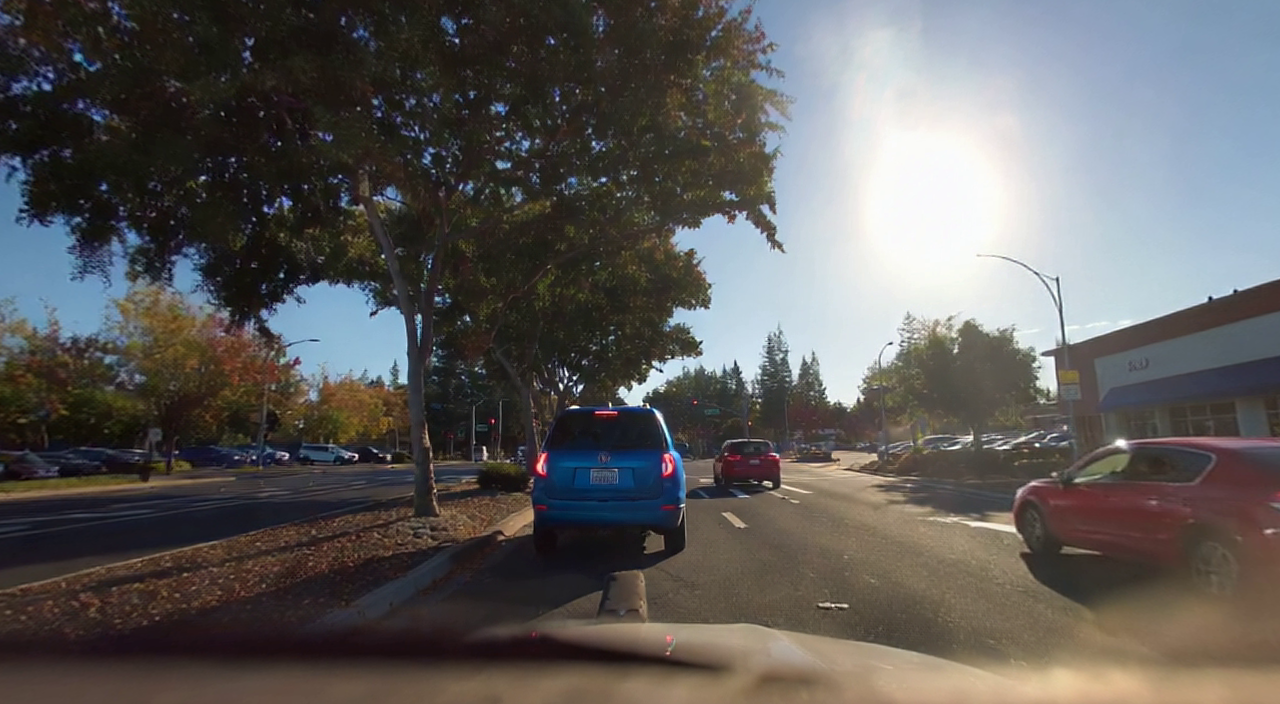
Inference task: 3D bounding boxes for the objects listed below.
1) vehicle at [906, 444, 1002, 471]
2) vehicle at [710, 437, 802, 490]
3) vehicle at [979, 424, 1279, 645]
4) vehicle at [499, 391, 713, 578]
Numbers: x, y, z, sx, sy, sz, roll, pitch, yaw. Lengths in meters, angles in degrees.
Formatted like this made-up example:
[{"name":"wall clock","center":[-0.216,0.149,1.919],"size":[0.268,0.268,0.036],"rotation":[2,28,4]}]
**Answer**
[{"name":"vehicle","center":[17.199,5.770,34.768],"size":[4.290,1.427,1.751],"rotation":[0,-9,2]},{"name":"vehicle","center":[3.702,3.681,21.176],"size":[2.098,1.555,4.778],"rotation":[0,-9,-1]},{"name":"vehicle","center":[5.326,1.462,5.772],"size":[1.930,1.478,4.643],"rotation":[0,-9,1]},{"name":"vehicle","center":[-0.297,1.650,8.649],"size":[2.096,1.837,4.687],"rotation":[0,-9,1]}]
